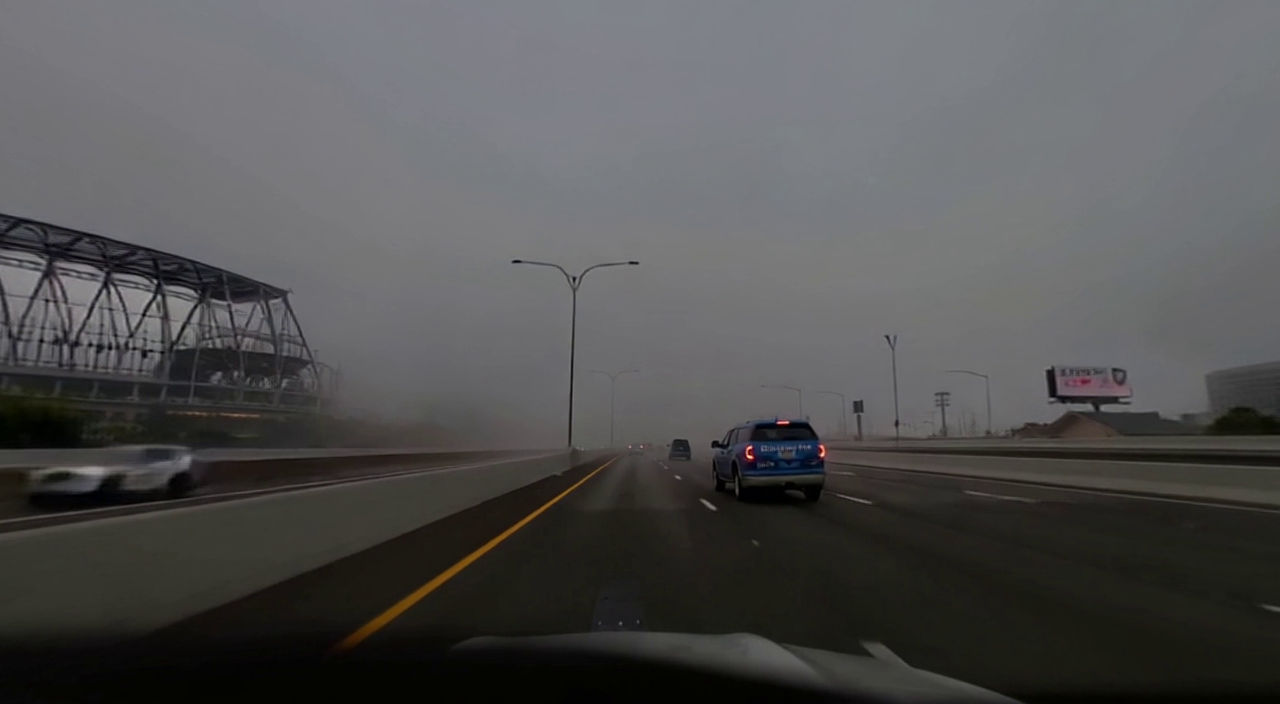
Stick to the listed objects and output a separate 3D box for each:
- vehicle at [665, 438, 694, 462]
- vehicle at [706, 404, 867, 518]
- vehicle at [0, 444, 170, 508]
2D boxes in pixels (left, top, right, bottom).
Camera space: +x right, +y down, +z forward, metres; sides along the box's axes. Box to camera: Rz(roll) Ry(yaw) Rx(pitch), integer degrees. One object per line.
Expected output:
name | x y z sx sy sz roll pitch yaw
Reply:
vehicle | 2.993 7.580 49.145 1.973 1.774 4.092 0 -8 0
vehicle | 2.859 2.294 13.745 2.199 2.002 4.970 0 -8 -1
vehicle | -18.149 3.903 20.488 2.021 1.773 4.909 0 -8 0
